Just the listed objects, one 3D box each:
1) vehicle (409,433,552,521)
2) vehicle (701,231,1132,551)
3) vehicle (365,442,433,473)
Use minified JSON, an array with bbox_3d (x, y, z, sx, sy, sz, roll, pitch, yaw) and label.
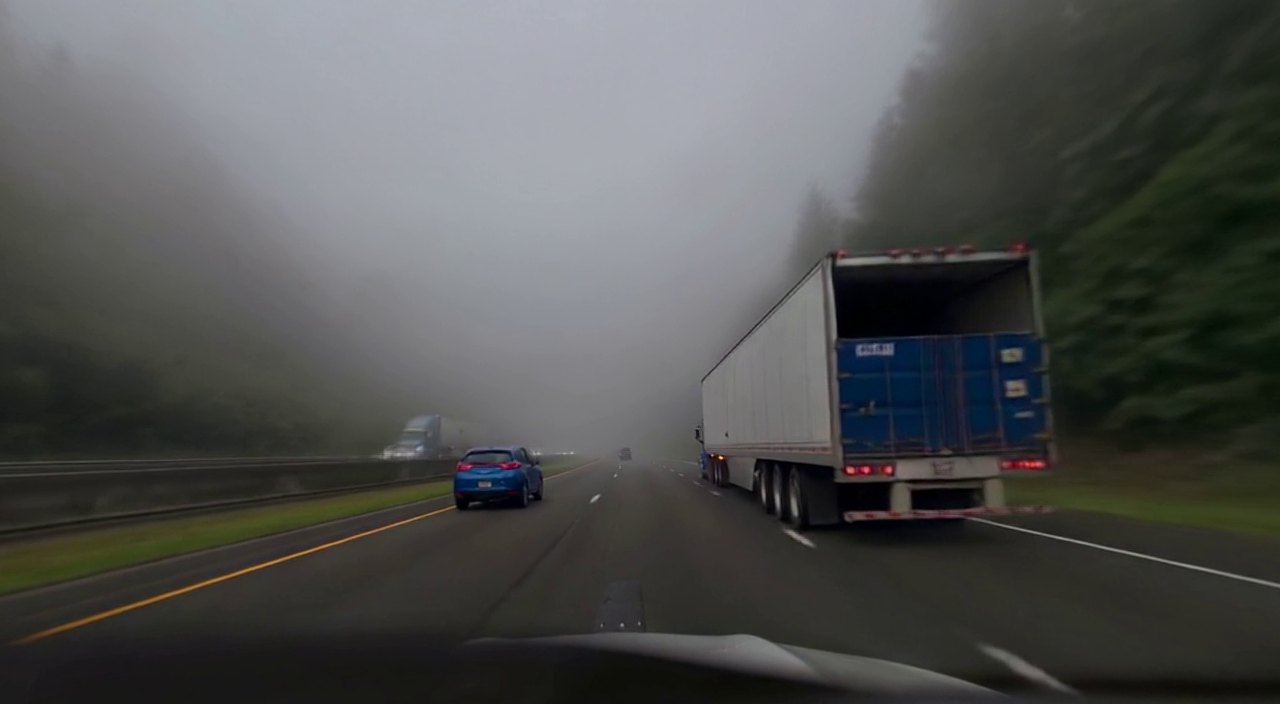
[{"bbox_3d":[-3.385,2.758,14.393,2.115,1.670,4.261,0,-9,0],"label":"vehicle"},{"bbox_3d":[4.383,1.797,16.991,3.532,4.201,17.611,0,-9,-1],"label":"vehicle"},{"bbox_3d":[-13.214,5.814,34.793,1.940,1.567,4.312,-1,-9,1],"label":"vehicle"}]
